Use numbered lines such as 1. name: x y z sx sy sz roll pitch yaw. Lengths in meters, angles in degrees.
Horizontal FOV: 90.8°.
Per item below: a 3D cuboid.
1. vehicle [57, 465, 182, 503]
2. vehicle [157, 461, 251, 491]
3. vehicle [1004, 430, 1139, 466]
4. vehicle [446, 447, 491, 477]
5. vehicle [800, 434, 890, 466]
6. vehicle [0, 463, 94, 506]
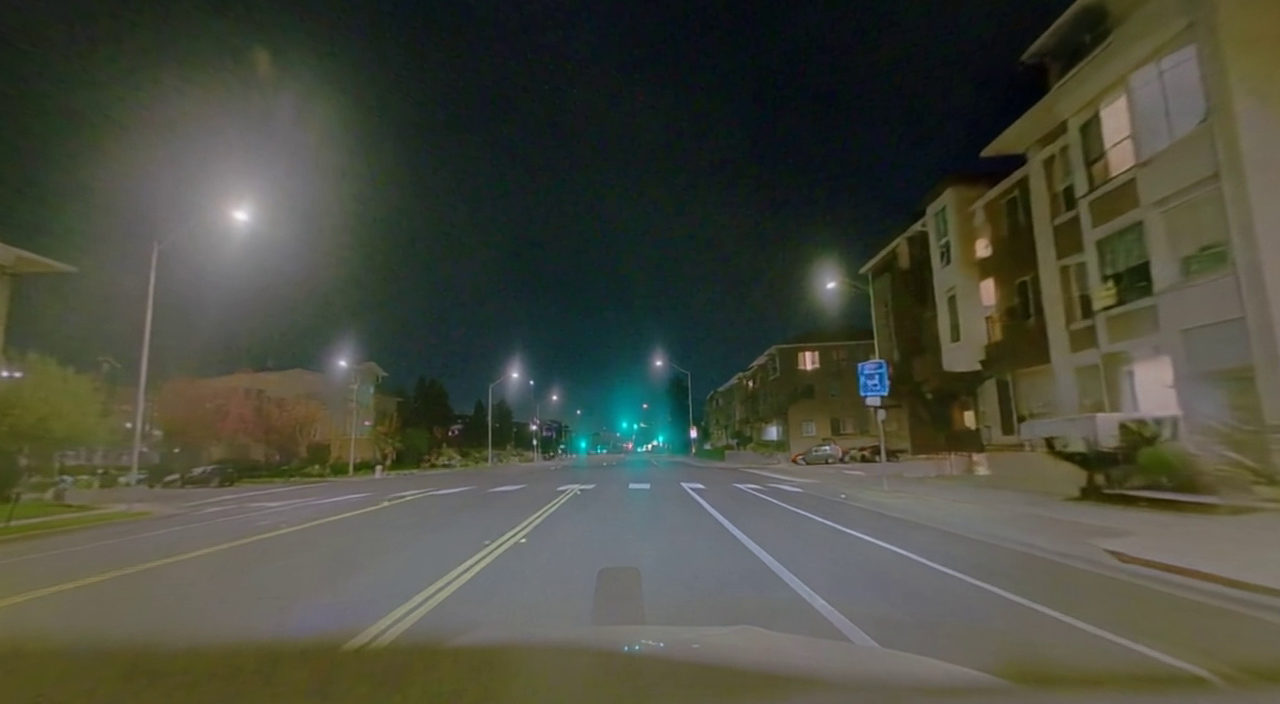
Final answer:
1. vehicle: -22.409 5.682 27.310 3.687 1.465 1.855 0 -8 -1
2. vehicle: -25.801 7.323 37.493 4.185 1.550 1.937 -1 -6 3
3. vehicle: 18.645 4.144 27.473 4.400 1.442 1.970 0 -7 2
4. vehicle: -12.636 8.077 46.728 1.949 1.855 4.599 -4 -7 1
5. vehicle: 11.672 5.605 36.161 4.406 1.738 2.020 0 -8 0
6. vehicle: -26.946 5.706 27.344 4.711 1.671 2.035 0 -8 0
